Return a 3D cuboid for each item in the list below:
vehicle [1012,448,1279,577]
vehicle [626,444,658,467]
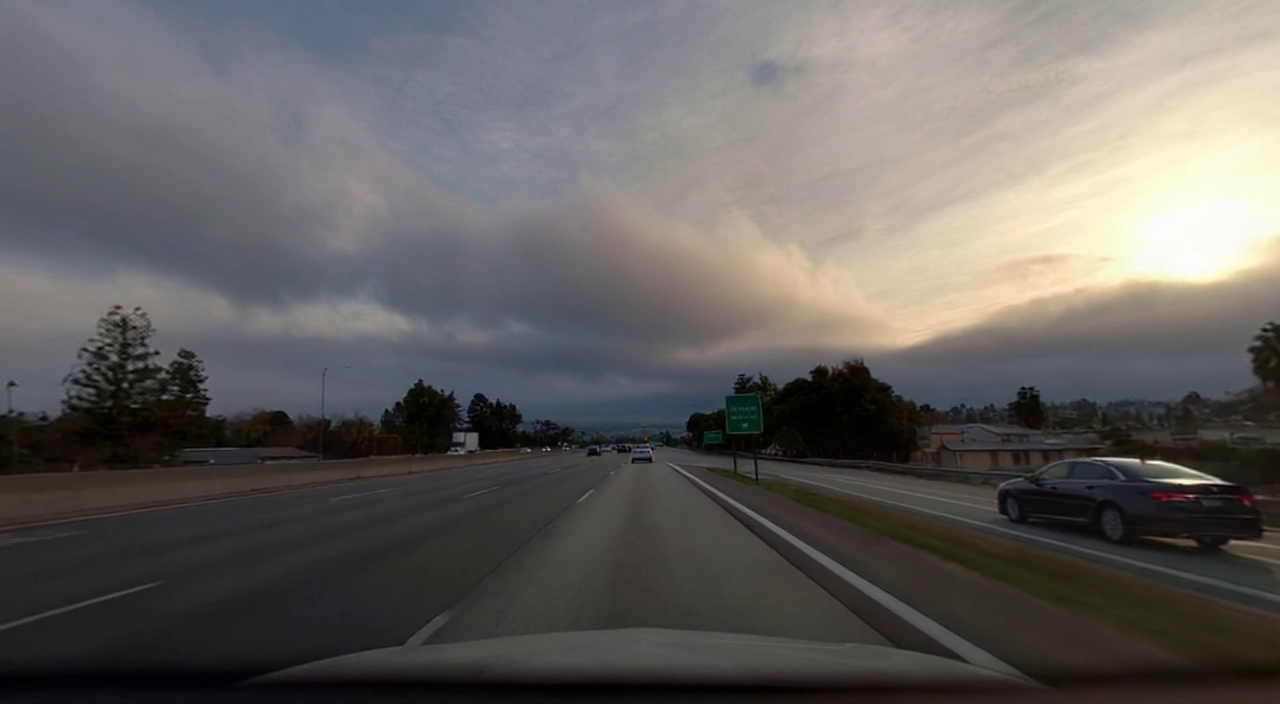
[{"bbox_3d":[11.054,3.026,13.137,2.599,1.962,5.759,1,-8,-7],"label":"vehicle"},{"bbox_3d":[0.144,6.990,42.958,2.051,1.443,3.770,0,-8,0],"label":"vehicle"}]
